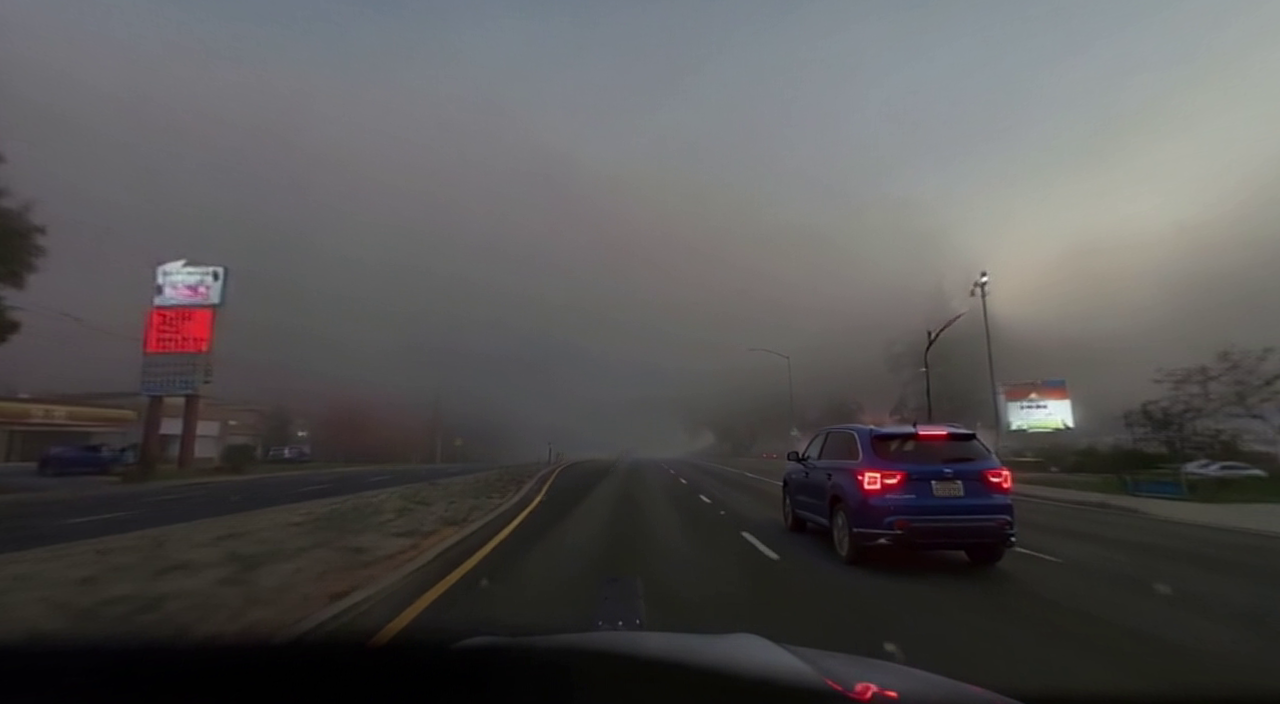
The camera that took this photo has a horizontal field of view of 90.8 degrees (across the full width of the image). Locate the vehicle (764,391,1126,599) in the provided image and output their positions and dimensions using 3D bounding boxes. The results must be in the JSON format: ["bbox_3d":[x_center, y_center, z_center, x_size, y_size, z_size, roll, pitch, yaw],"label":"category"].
[{"bbox_3d":[3.100,1.583,7.853,2.130,1.790,4.615,0,-9,-1],"label":"vehicle"}]
